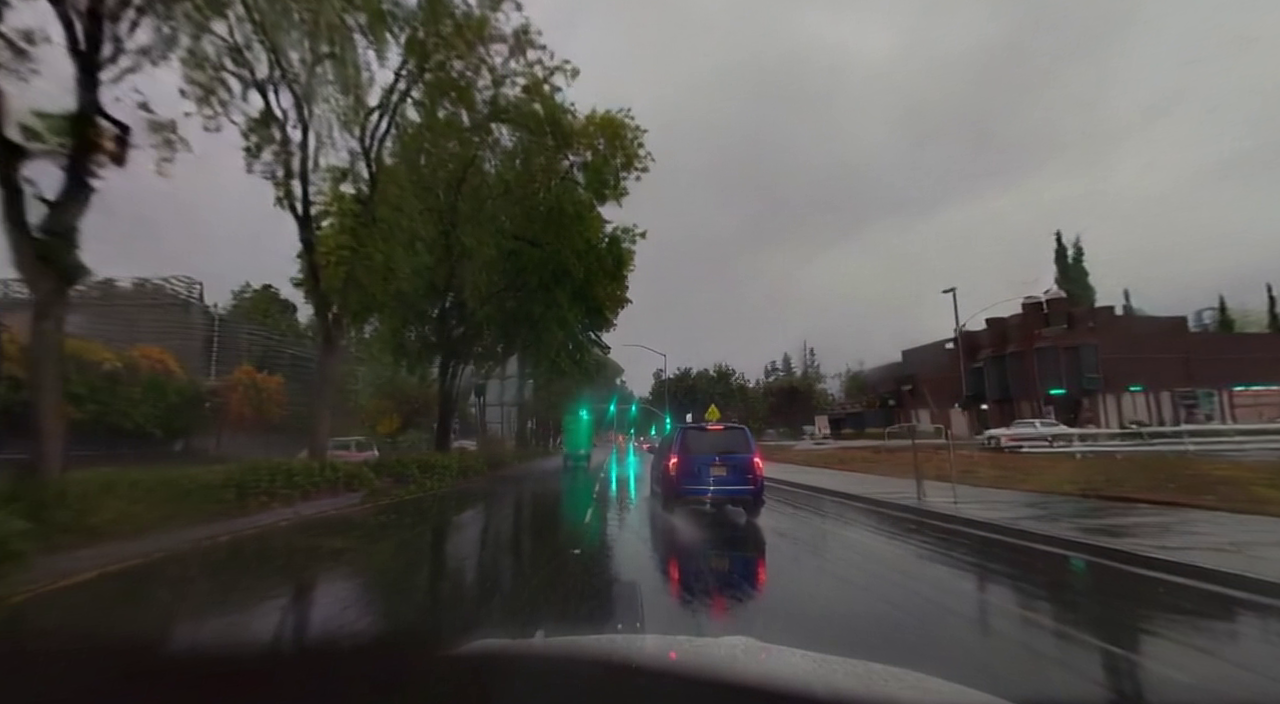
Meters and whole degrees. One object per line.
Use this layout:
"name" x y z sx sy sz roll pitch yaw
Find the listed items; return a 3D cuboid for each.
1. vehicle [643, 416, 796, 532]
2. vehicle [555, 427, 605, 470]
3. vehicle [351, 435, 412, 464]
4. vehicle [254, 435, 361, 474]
"vehicle" 1.176 2.087 11.344 1.965 1.671 4.146 1 -8 -3
"vehicle" -3.010 4.983 32.668 2.228 2.054 4.309 0 -8 -2
"vehicle" -15.741 5.995 38.805 2.184 1.659 4.571 1 -8 -5
"vehicle" -13.167 4.077 25.415 1.841 1.407 4.736 0 -8 -1
